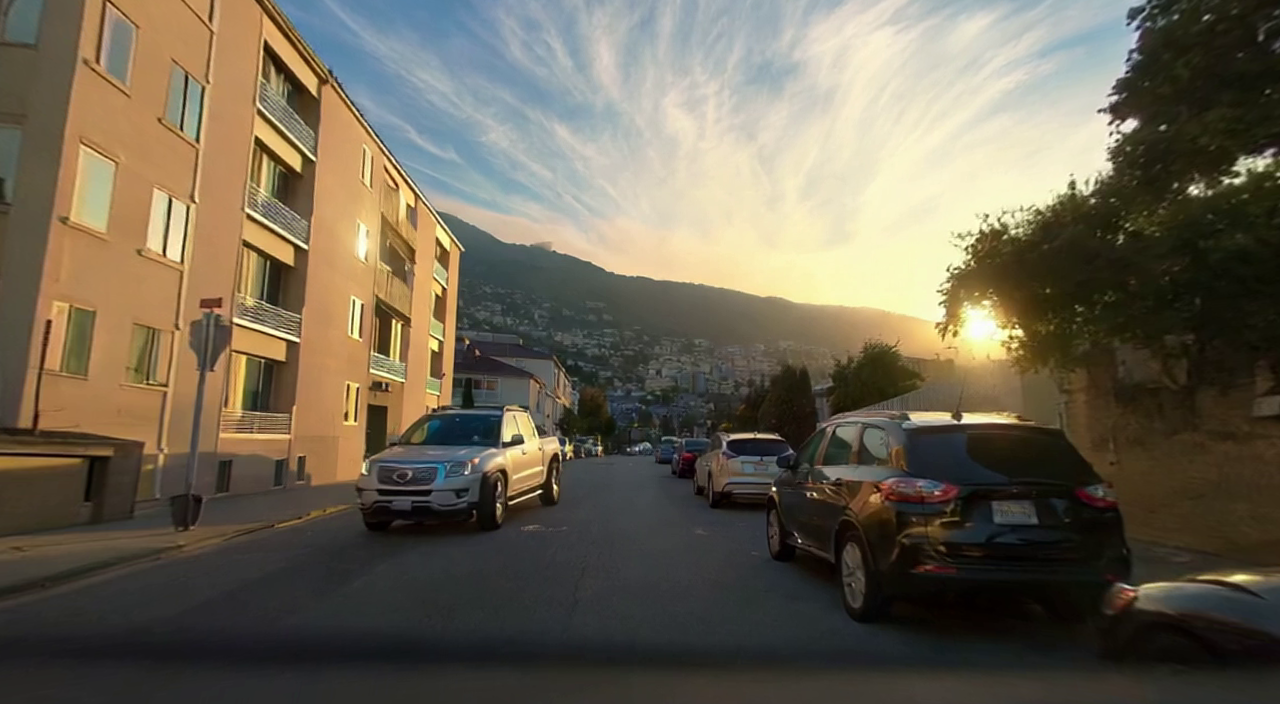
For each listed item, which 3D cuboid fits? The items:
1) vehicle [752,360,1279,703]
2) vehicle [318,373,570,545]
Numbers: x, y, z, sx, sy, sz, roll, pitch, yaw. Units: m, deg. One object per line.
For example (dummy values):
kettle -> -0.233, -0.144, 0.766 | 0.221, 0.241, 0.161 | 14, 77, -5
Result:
vehicle -> 2.222, 1.165, 5.067 | 1.897, 1.717, 4.028 | 0, -8, 0
vehicle -> -2.733, 1.685, 10.553 | 2.195, 2.103, 5.420 | -1, -8, 3
